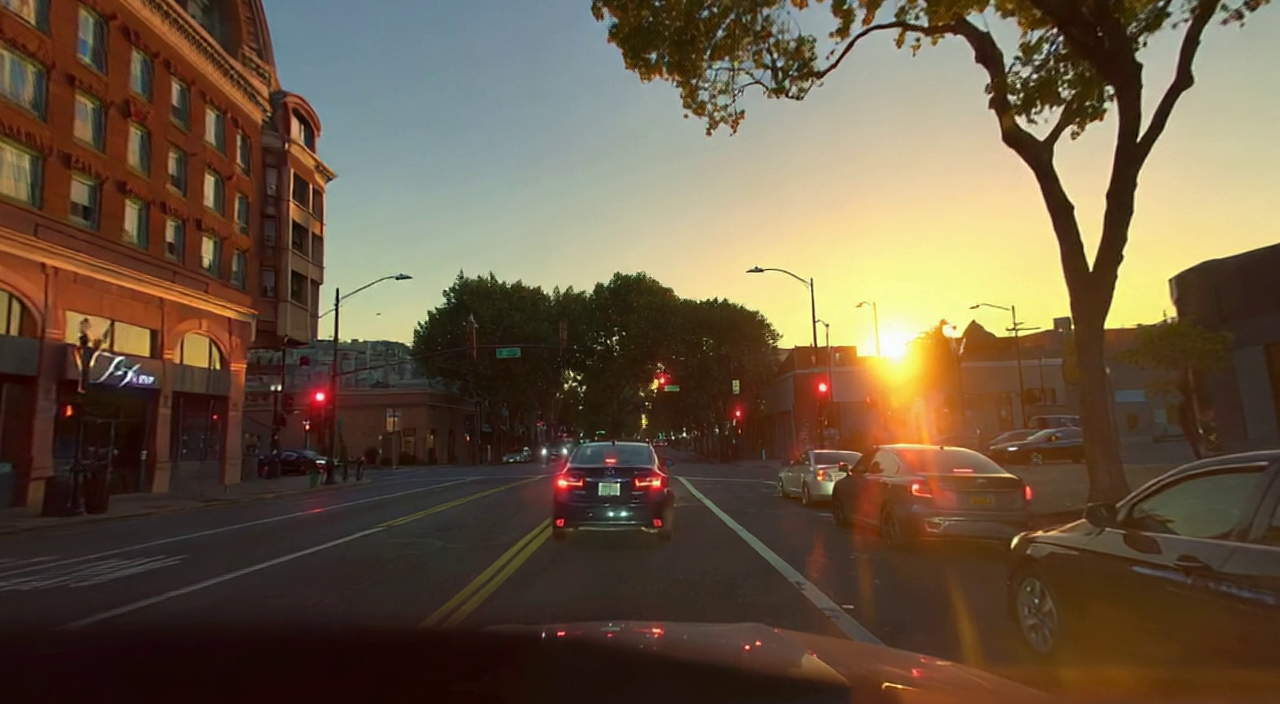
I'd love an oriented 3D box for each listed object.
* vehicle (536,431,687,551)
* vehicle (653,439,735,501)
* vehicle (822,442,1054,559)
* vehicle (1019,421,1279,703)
[{"bbox_3d":[-0.469,2.025,9.869,1.888,1.489,3.703,0,-8,-4],"label":"vehicle"},{"bbox_3d":[1.516,3.207,17.554,2.006,1.495,3.952,-1,-8,6],"label":"vehicle"},{"bbox_3d":[4.596,2.302,10.671,1.912,1.505,4.618,-1,-8,4],"label":"vehicle"},{"bbox_3d":[3.179,0.826,1.109,2.006,1.496,4.767,0,-9,-1],"label":"vehicle"}]
